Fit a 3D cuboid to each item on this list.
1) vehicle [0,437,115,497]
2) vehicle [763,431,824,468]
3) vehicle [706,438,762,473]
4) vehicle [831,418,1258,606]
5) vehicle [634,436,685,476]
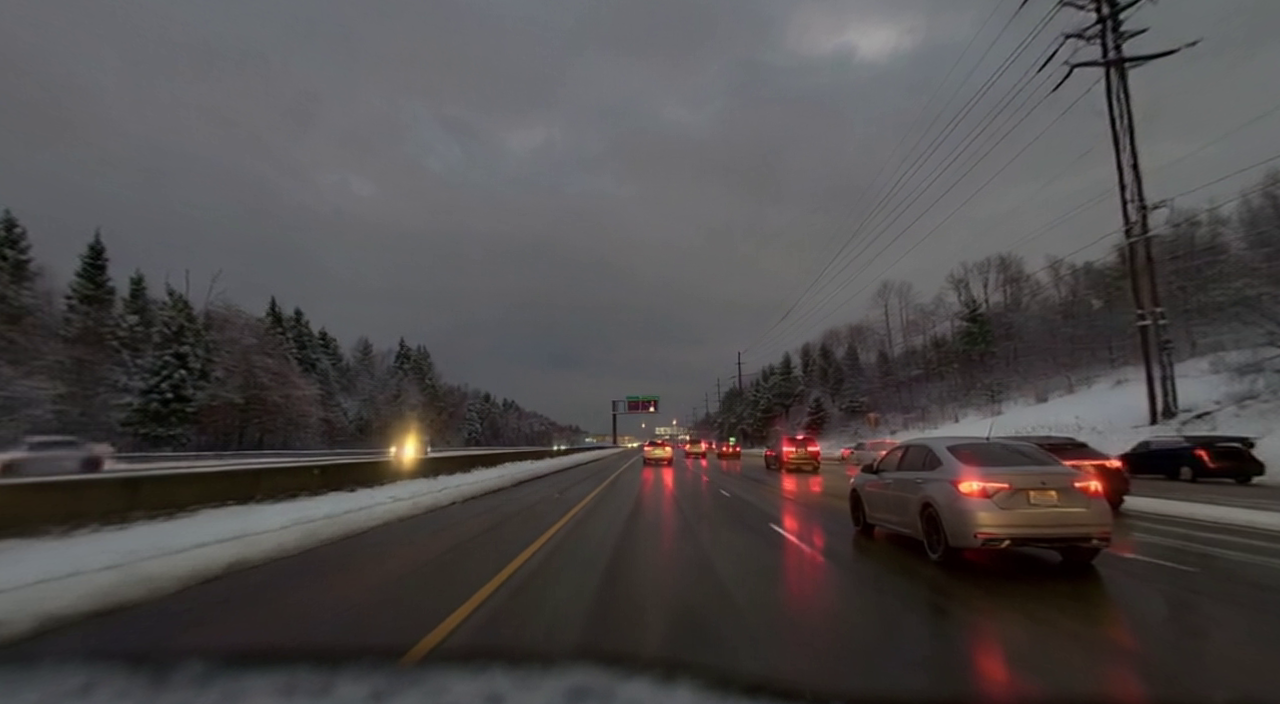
[{"bbox_3d":[-17.027,3.021,16.703,2.041,1.480,4.759,0,-8,2],"label":"vehicle"},{"bbox_3d":[7.959,5.113,33.178,2.041,1.821,4.562,0,-8,0],"label":"vehicle"},{"bbox_3d":[4.185,4.703,28.767,1.936,1.465,4.060,0,-8,0],"label":"vehicle"},{"bbox_3d":[3.904,1.602,7.291,1.986,1.478,4.429,0,-8,0],"label":"vehicle"},{"bbox_3d":[0.791,4.445,27.228,2.042,1.581,3.769,0,-8,0],"label":"vehicle"}]
